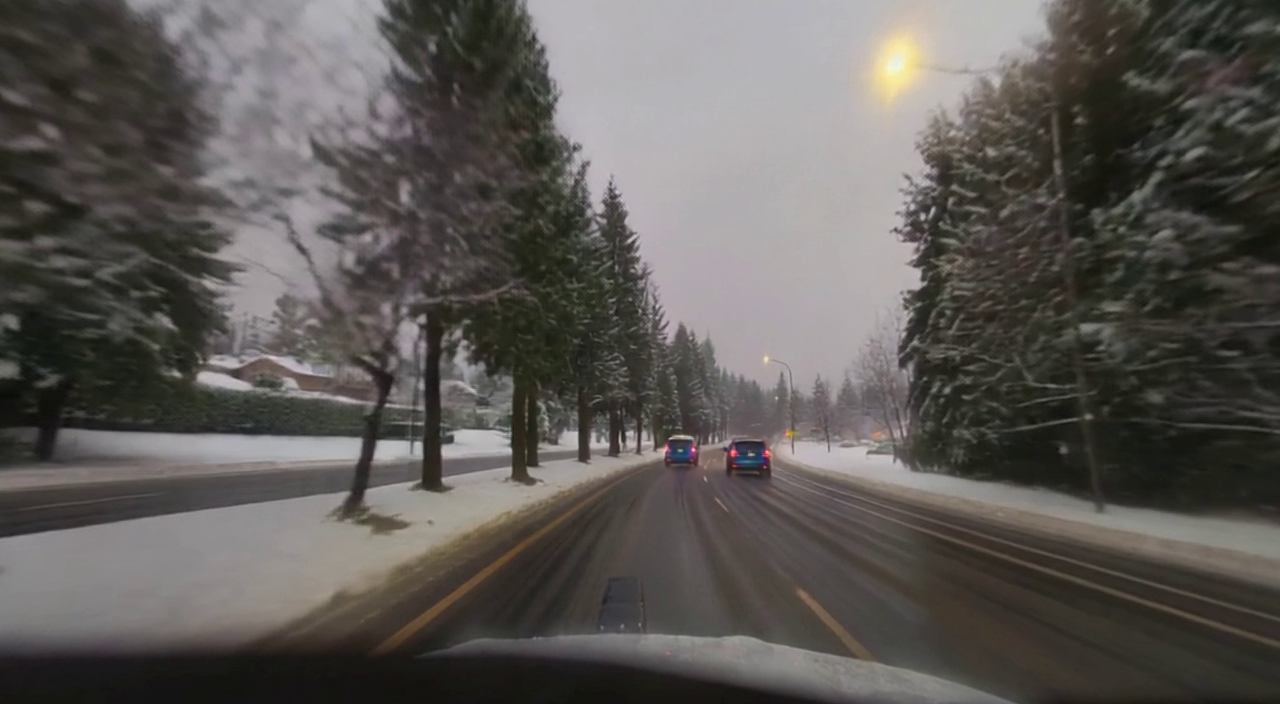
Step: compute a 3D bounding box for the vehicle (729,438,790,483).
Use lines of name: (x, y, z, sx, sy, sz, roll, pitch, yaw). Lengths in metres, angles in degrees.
vehicle: (4.801, 4.384, 25.762, 1.971, 1.663, 4.287, -1, -8, 5)

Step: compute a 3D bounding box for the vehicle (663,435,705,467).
vehicle: (2.728, 5.974, 38.010, 2.251, 1.822, 4.391, -1, -8, 8)
